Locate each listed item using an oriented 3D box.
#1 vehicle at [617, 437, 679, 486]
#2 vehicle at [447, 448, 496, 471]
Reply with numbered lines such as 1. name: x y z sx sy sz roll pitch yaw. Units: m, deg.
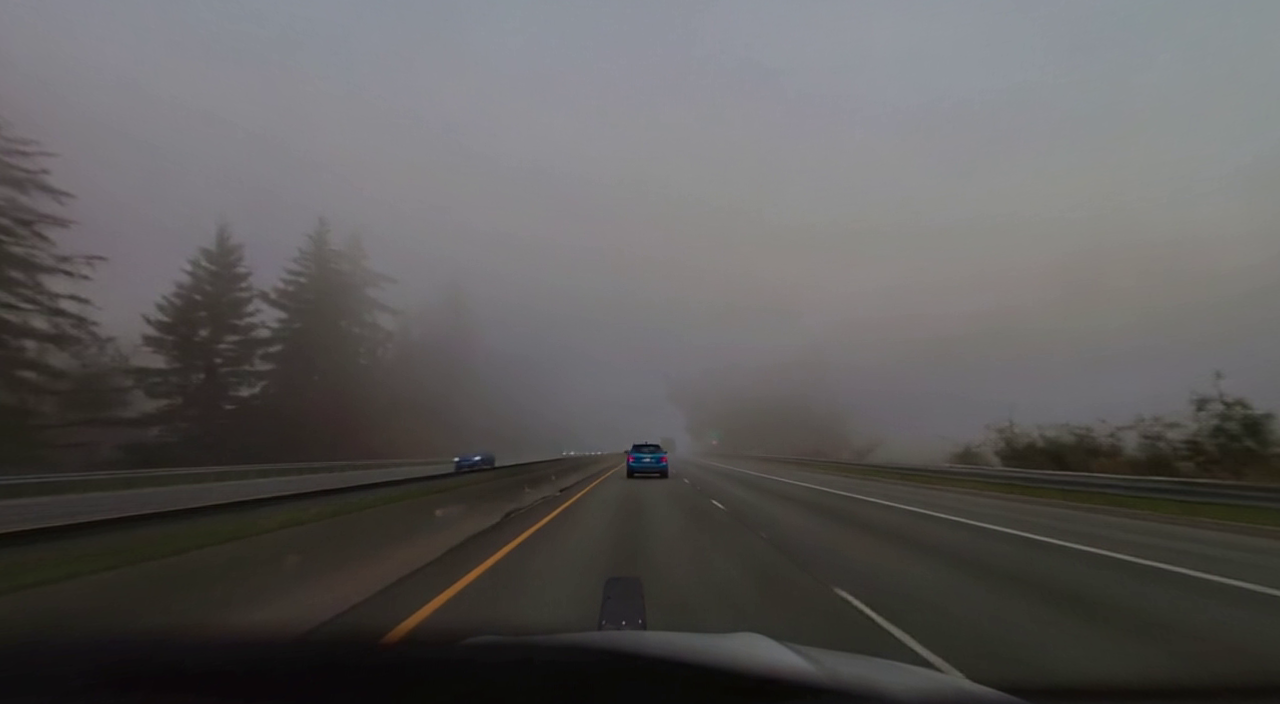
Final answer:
1. vehicle: 0.284 4.182 24.279 2.190 1.706 4.062 0 -9 0
2. vehicle: -11.811 7.557 44.469 2.009 1.446 4.694 -1 -9 2
